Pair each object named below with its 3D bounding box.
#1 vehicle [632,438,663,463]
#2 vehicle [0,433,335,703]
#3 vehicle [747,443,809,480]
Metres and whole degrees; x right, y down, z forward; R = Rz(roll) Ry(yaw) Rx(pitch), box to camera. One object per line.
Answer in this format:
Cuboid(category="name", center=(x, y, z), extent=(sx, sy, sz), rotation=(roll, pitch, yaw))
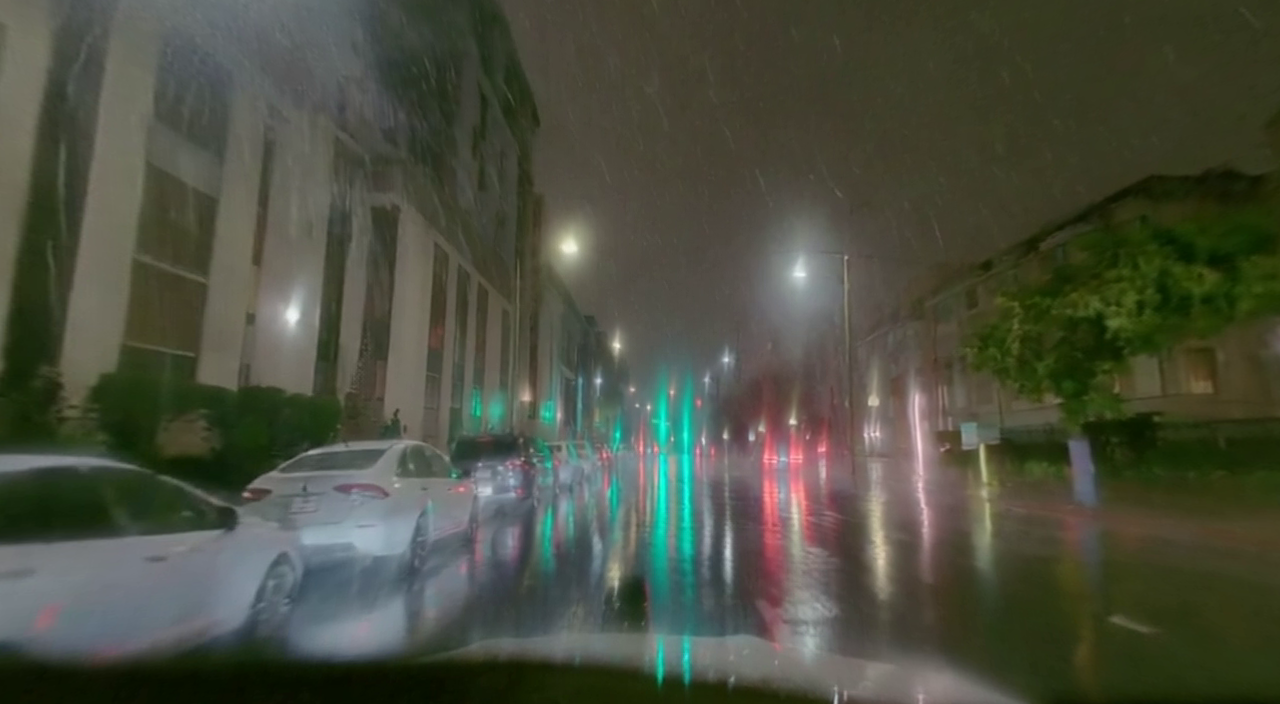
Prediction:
Cuboid(category="vehicle", center=(0.585, 6.945, 44.654), extent=(2.122, 1.689, 3.885), rotation=(0, -8, 2))
Cuboid(category="vehicle", center=(-3.200, 1.001, 2.339), extent=(1.944, 1.382, 4.165), rotation=(0, -8, 2))
Cuboid(category="vehicle", center=(5.751, 4.601, 26.703), extent=(1.799, 1.463, 3.464), rotation=(0, -8, -1))
